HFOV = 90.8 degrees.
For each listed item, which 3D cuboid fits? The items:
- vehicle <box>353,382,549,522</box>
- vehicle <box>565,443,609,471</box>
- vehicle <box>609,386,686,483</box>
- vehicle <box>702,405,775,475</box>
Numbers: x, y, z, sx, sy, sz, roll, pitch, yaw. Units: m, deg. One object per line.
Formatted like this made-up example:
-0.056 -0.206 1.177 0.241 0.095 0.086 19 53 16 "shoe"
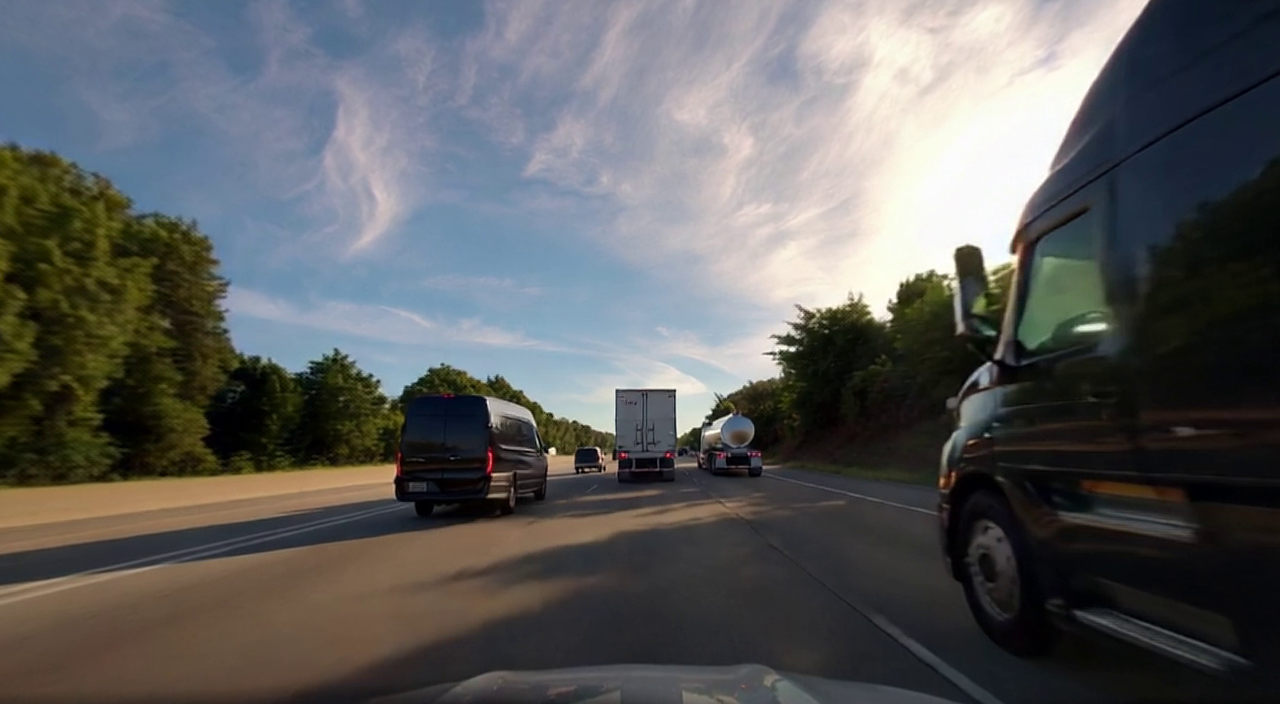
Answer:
-3.952 2.297 14.870 2.525 2.572 6.260 0 -8 1 "vehicle"
-3.202 6.475 39.142 2.134 1.652 4.439 0 -8 3 "vehicle"
0.135 3.667 27.210 2.773 3.455 9.118 0 -9 -2 "vehicle"
5.479 5.229 37.298 2.706 3.500 11.483 0 -8 1 "vehicle"
